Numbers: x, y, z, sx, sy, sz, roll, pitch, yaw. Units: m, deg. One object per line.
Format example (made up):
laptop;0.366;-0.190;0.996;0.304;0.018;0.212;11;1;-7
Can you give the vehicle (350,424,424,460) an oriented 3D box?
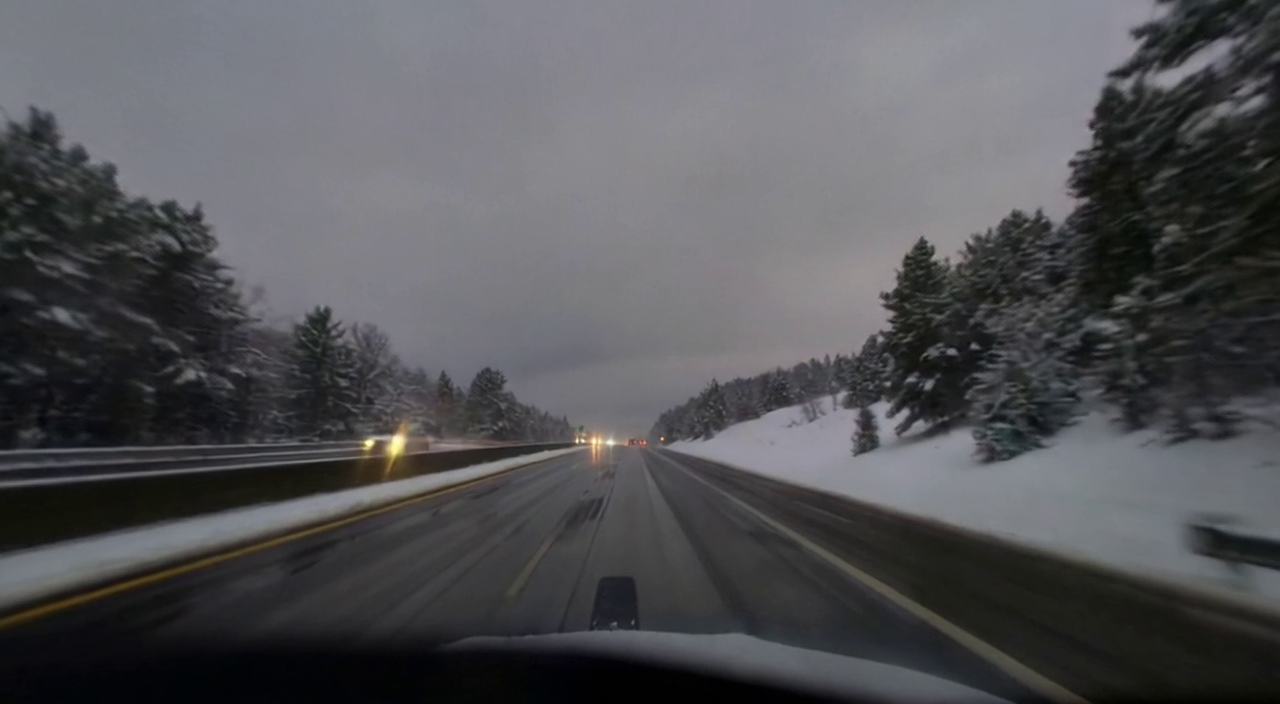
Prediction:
vehicle;-14.465;5.208;36.415;2.104;1.922;5.192;0;-8;0
